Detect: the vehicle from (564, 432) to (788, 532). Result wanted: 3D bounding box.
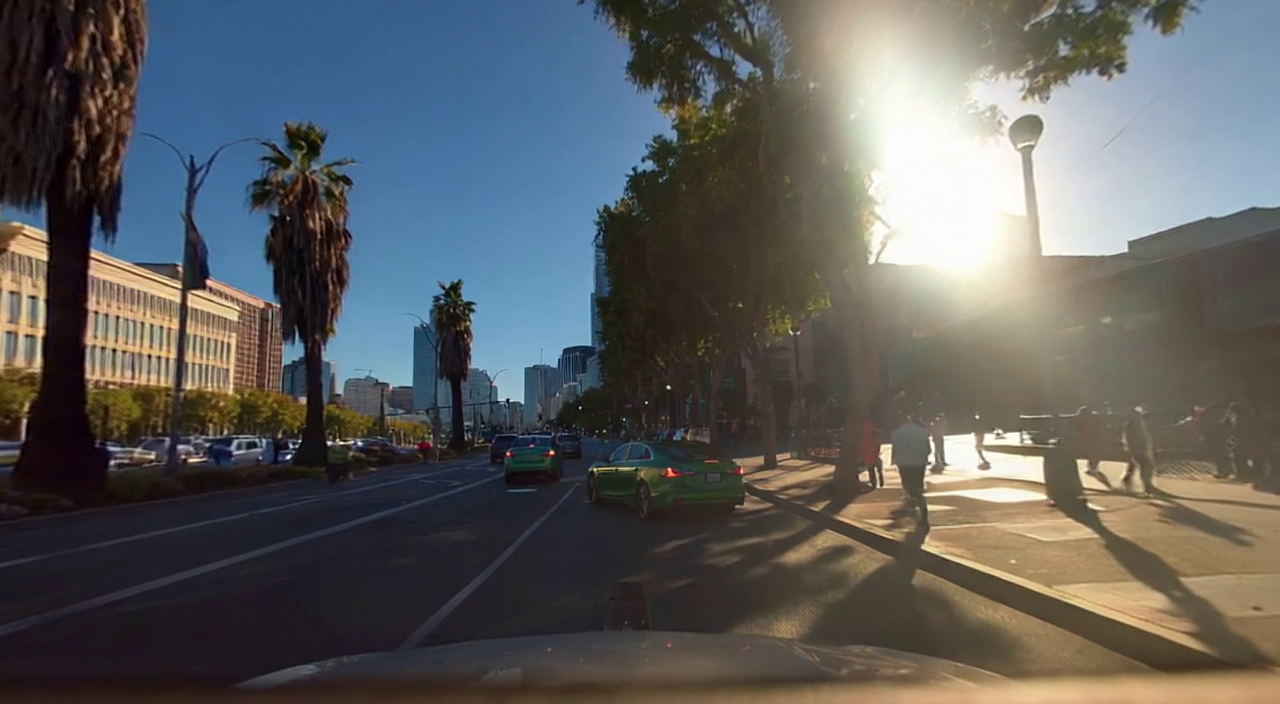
[{"bbox_3d":[0.411,2.332,11.976,1.930,1.477,4.657,5,-10,-30],"label":"vehicle"}]

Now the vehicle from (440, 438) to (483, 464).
[{"bbox_3d":[-11.530,6.415,40.994,1.930,1.583,4.423,0,-9,-5],"label":"vehicle"}]

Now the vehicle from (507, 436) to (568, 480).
[{"bbox_3d":[-4.073,4.277,25.645,2.039,1.628,4.331,0,-9,-4],"label":"vehicle"}]
